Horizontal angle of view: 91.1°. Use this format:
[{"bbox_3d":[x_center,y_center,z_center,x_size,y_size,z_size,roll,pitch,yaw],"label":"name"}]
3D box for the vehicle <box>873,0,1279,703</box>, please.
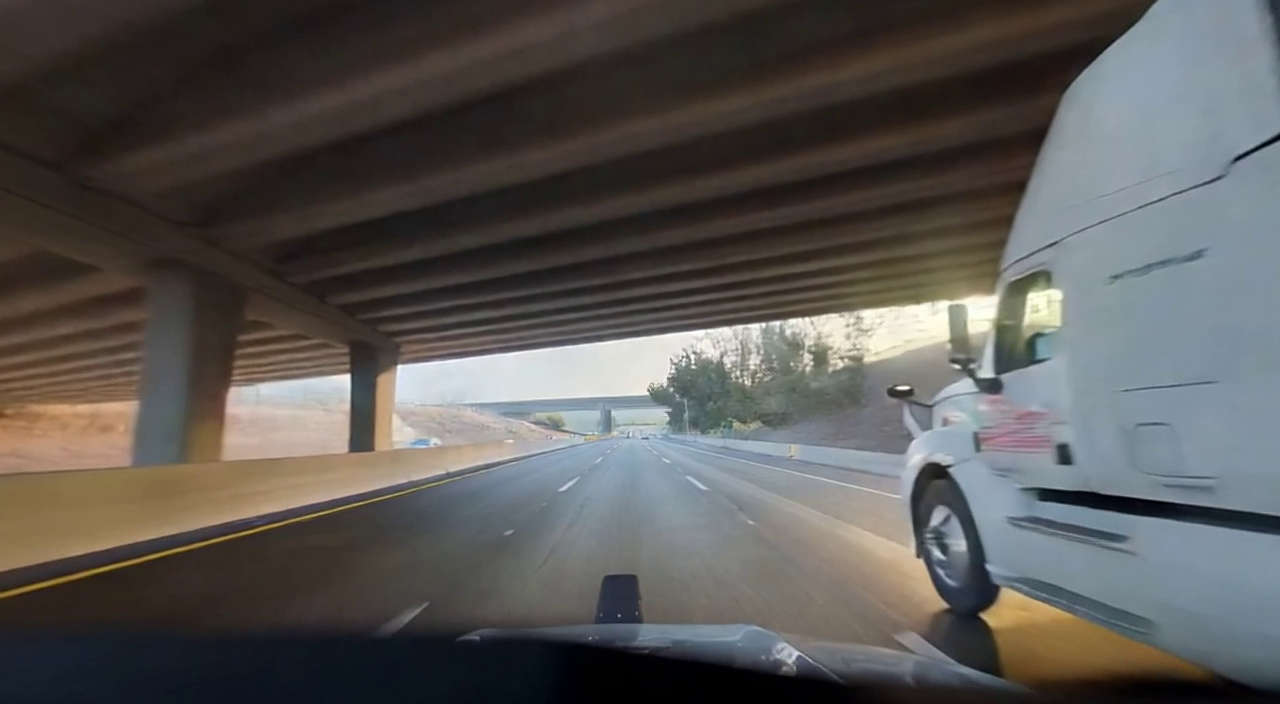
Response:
[{"bbox_3d":[3.830,-0.083,2.872,2.966,3.986,6.223,0,-8,-1],"label":"vehicle"}]
